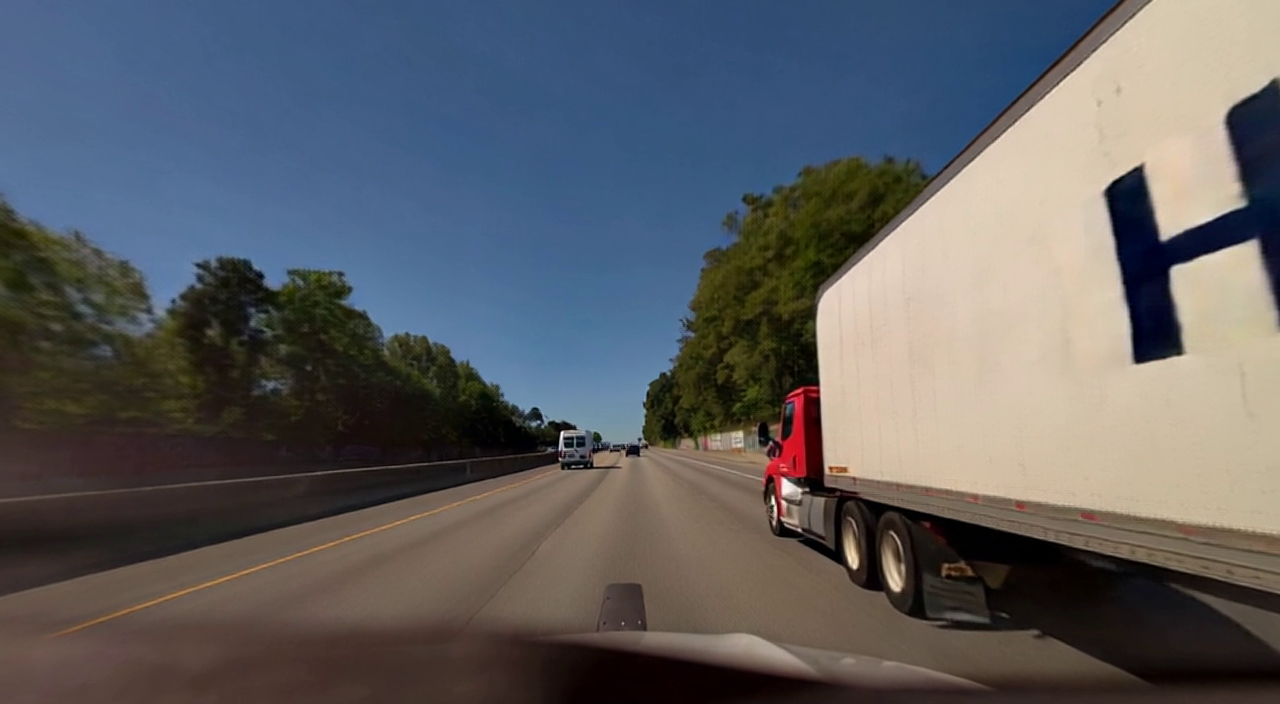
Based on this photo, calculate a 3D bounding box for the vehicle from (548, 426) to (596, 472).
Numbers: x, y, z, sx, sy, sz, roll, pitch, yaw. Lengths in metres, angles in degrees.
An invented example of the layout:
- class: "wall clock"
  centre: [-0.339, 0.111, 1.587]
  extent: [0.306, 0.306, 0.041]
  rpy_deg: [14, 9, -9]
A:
- class: "vehicle"
  centre: [-3.966, 5.821, 37.807]
  extent: [2.305, 2.517, 5.486]
  rpy_deg: [0, -9, 0]
